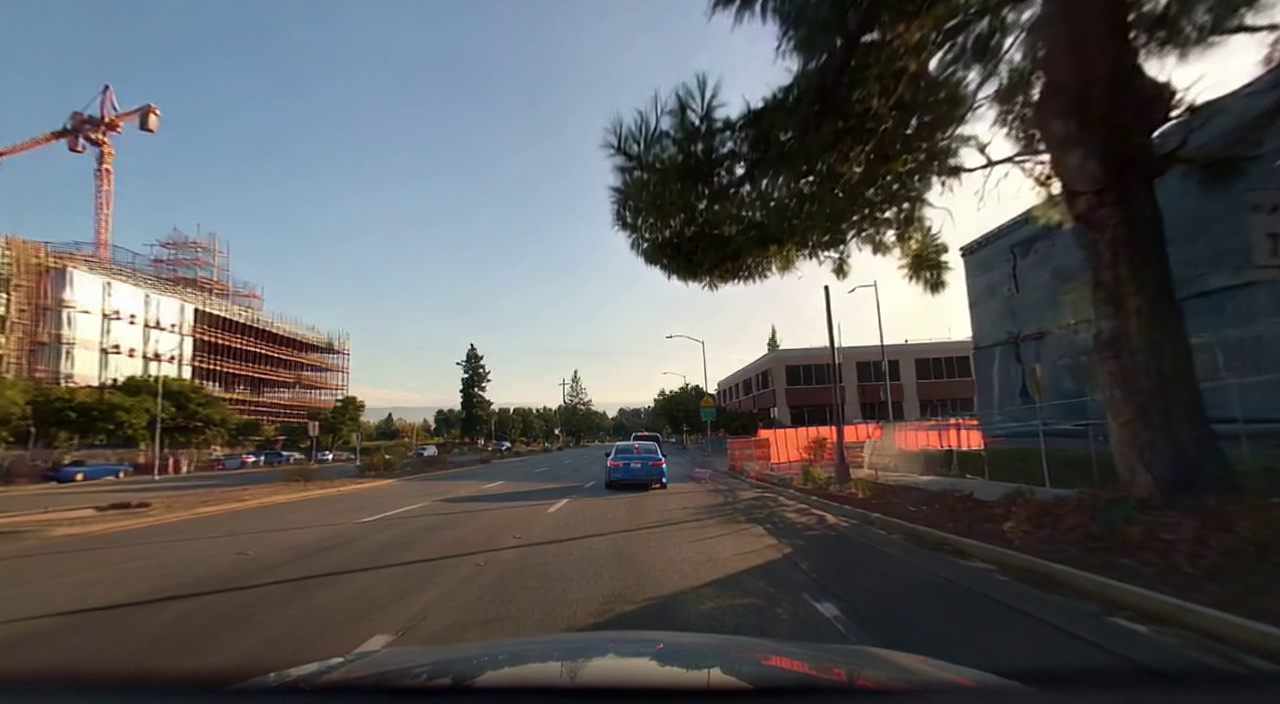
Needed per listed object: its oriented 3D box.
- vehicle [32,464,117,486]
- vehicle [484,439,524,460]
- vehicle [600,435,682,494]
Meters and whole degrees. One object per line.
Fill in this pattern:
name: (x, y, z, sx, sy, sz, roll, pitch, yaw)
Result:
vehicle: (-39.677, 8.627, 44.301, 4.111, 1.412, 1.777, 0, -9, -3)
vehicle: (-10.136, 7.209, 46.780, 2.072, 1.465, 4.394, 3, -9, -22)
vehicle: (0.024, 3.220, 18.377, 2.112, 1.482, 4.076, 0, -9, 0)
